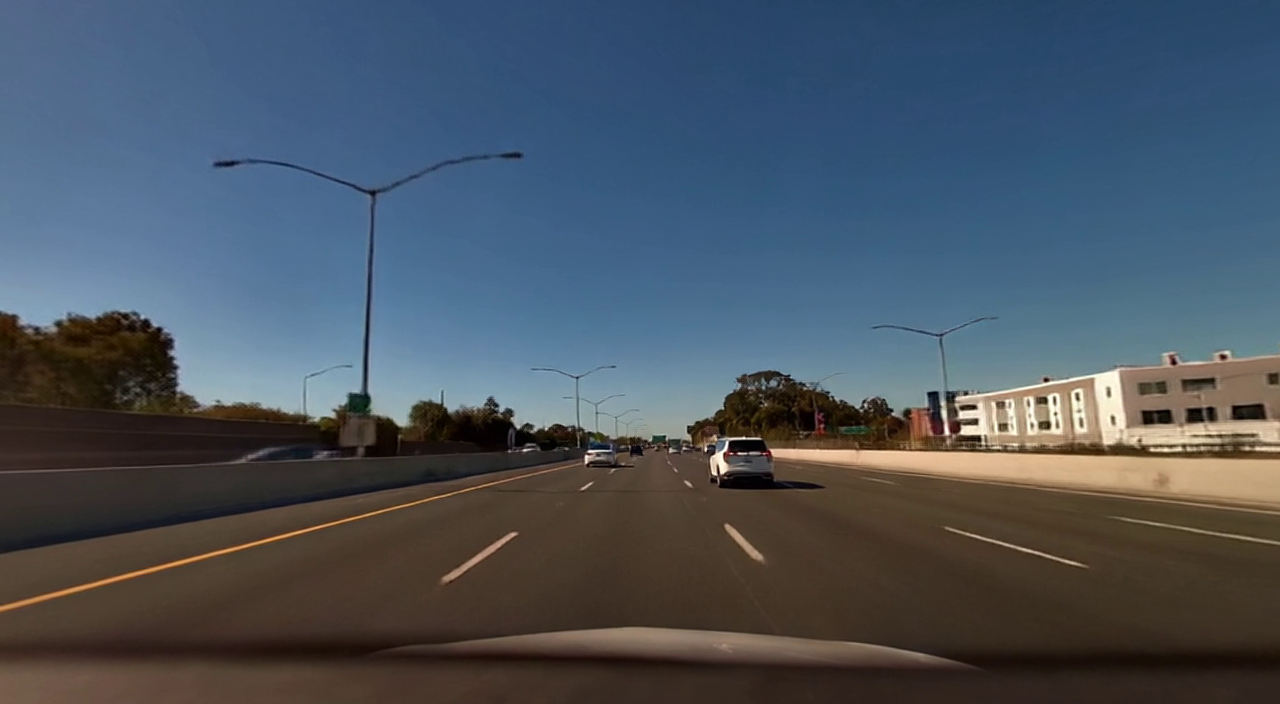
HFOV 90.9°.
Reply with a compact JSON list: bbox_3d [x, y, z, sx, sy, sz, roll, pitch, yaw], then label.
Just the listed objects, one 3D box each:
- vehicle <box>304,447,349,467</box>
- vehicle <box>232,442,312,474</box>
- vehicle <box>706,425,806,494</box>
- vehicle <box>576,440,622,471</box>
[{"bbox_3d":[-24.668,8.233,49.727,1.470,1.318,3.856,-6,-8,1],"label":"vehicle"},{"bbox_3d":[-18.913,5.439,32.574,1.769,1.500,3.696,-1,-8,3],"label":"vehicle"},{"bbox_3d":[3.402,3.266,19.559,2.148,1.852,4.835,0,-8,0],"label":"vehicle"},{"bbox_3d":[-2.178,5.721,35.064,2.080,1.542,4.718,-1,-8,2],"label":"vehicle"}]
